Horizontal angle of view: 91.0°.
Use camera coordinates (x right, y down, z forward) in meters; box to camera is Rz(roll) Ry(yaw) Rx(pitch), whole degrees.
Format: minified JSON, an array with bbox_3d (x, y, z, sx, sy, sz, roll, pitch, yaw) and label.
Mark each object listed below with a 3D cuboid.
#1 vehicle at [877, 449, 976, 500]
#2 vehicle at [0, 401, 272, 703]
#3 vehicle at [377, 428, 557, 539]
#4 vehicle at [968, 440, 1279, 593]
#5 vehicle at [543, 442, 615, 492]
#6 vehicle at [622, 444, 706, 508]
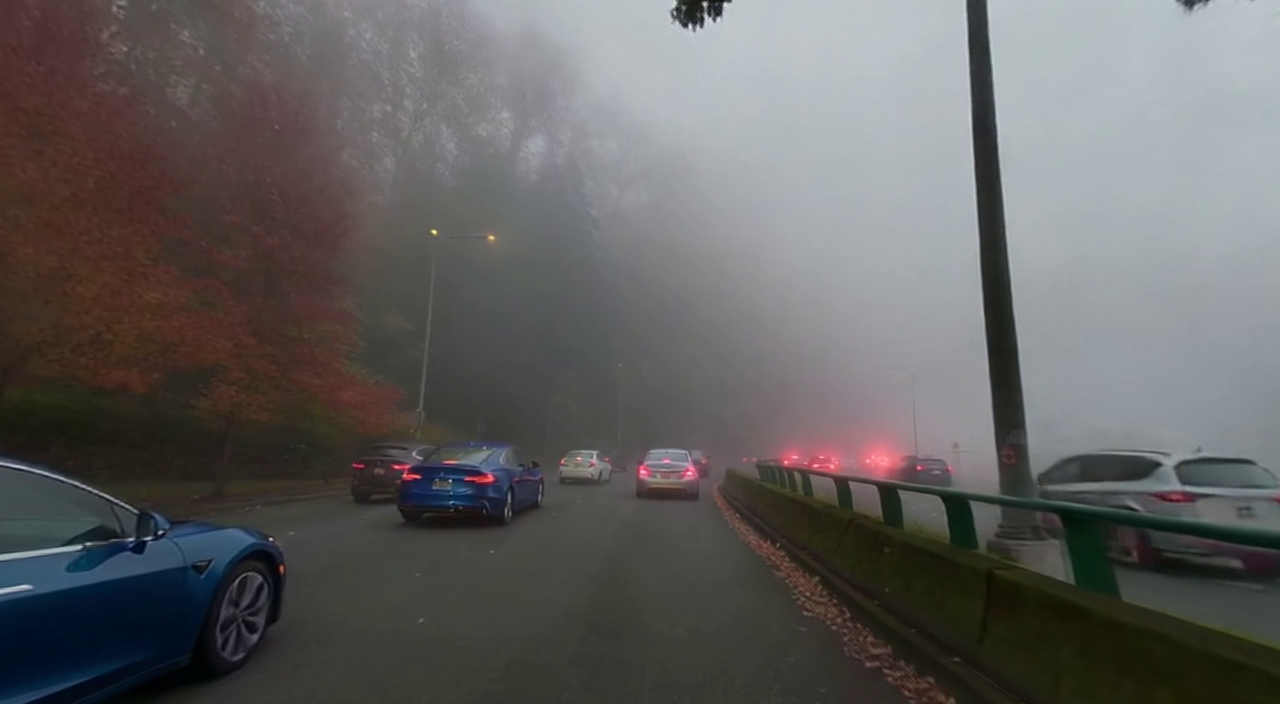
[{"bbox_3d":[11.394,4.856,25.478,2.121,1.777,4.755,0,-9,5],"label":"vehicle"},{"bbox_3d":[-3.488,0.878,2.038,1.921,1.503,4.317,0,-9,1],"label":"vehicle"},{"bbox_3d":[-2.941,2.351,11.919,1.979,1.663,4.513,0,-9,2],"label":"vehicle"},{"bbox_3d":[6.681,2.118,8.991,1.768,1.634,4.064,1,-9,0],"label":"vehicle"},{"bbox_3d":[-2.154,4.214,23.491,1.930,1.635,4.260,0,-9,5],"label":"vehicle"},{"bbox_3d":[0.692,3.299,17.275,2.015,1.506,4.276,0,-9,3],"label":"vehicle"}]
